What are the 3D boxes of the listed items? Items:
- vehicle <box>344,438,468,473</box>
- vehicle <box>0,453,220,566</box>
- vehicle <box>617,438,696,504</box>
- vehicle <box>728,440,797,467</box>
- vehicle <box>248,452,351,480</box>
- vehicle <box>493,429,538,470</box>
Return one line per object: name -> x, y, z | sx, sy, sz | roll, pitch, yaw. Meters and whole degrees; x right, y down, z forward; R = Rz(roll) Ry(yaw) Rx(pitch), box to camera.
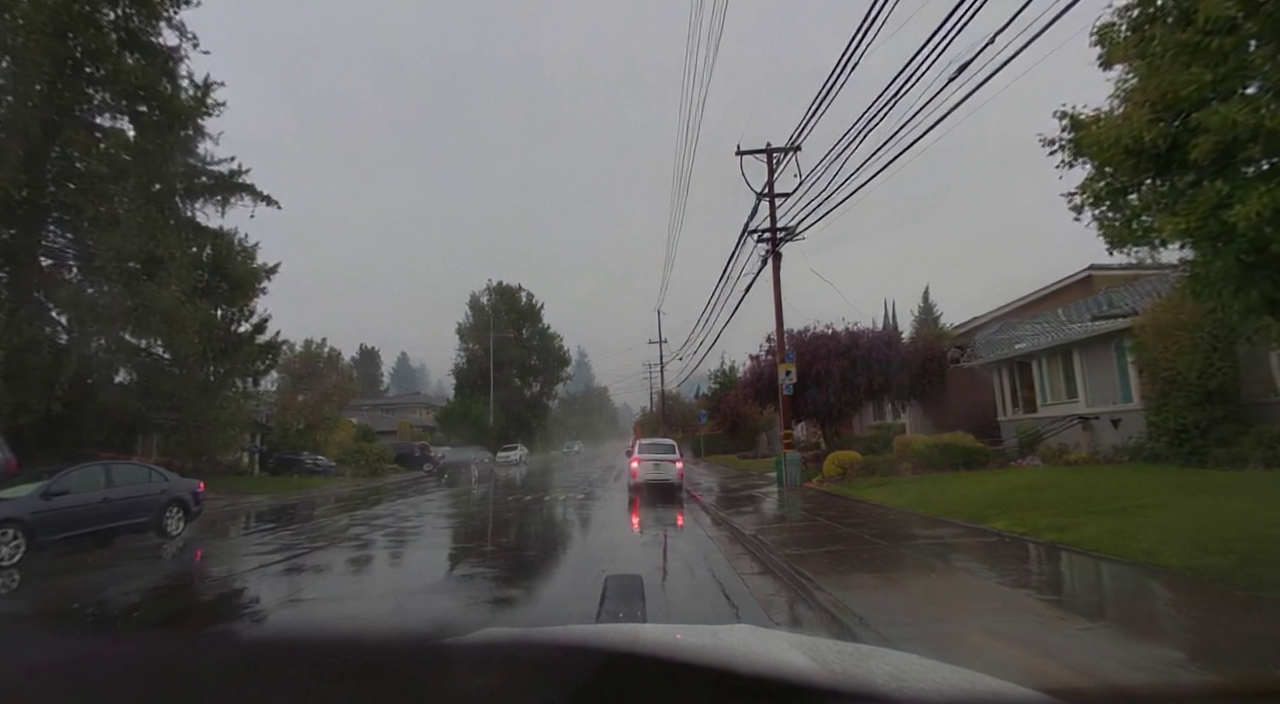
vehicle -> -13.978, 6.208, 38.051 | 6.488, 2.009, 2.354 | 0, -9, 1
vehicle -> -9.495, 2.425, 10.394 | 1.968, 1.449, 4.502 | 0, -9, 2
vehicle -> 0.469, 3.134, 16.987 | 1.908, 1.572, 3.105 | 0, -9, 2
vehicle -> 7.857, 6.518, 40.711 | 4.075, 1.674, 1.811 | 0, -9, 0
vehicle -> -18.206, 6.100, 33.935 | 4.481, 1.420, 1.712 | 1, -9, -3
vehicle -> -9.447, 7.460, 48.539 | 2.199, 2.902, 5.848 | 0, -8, 1
